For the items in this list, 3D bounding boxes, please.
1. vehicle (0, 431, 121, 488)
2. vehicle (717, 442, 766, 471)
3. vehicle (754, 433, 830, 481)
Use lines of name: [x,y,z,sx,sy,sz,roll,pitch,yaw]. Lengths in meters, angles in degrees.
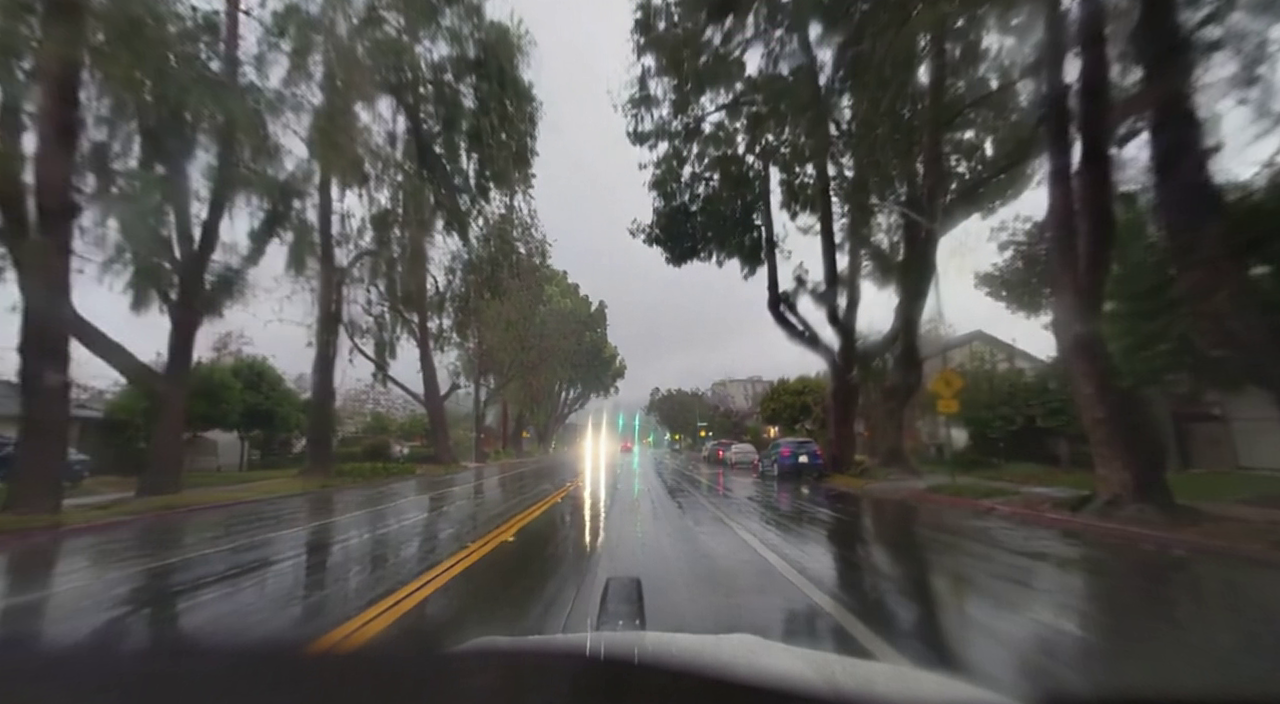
vehicle: [-19.662,3.364,20.047,4.497,1.674,2.168,-1,-8,4]
vehicle: [6.236,6.434,39.256,2.226,1.682,4.461,0,-8,-1]
vehicle: [6.500,4.517,27.519,2.099,1.878,4.476,0,-8,-1]
